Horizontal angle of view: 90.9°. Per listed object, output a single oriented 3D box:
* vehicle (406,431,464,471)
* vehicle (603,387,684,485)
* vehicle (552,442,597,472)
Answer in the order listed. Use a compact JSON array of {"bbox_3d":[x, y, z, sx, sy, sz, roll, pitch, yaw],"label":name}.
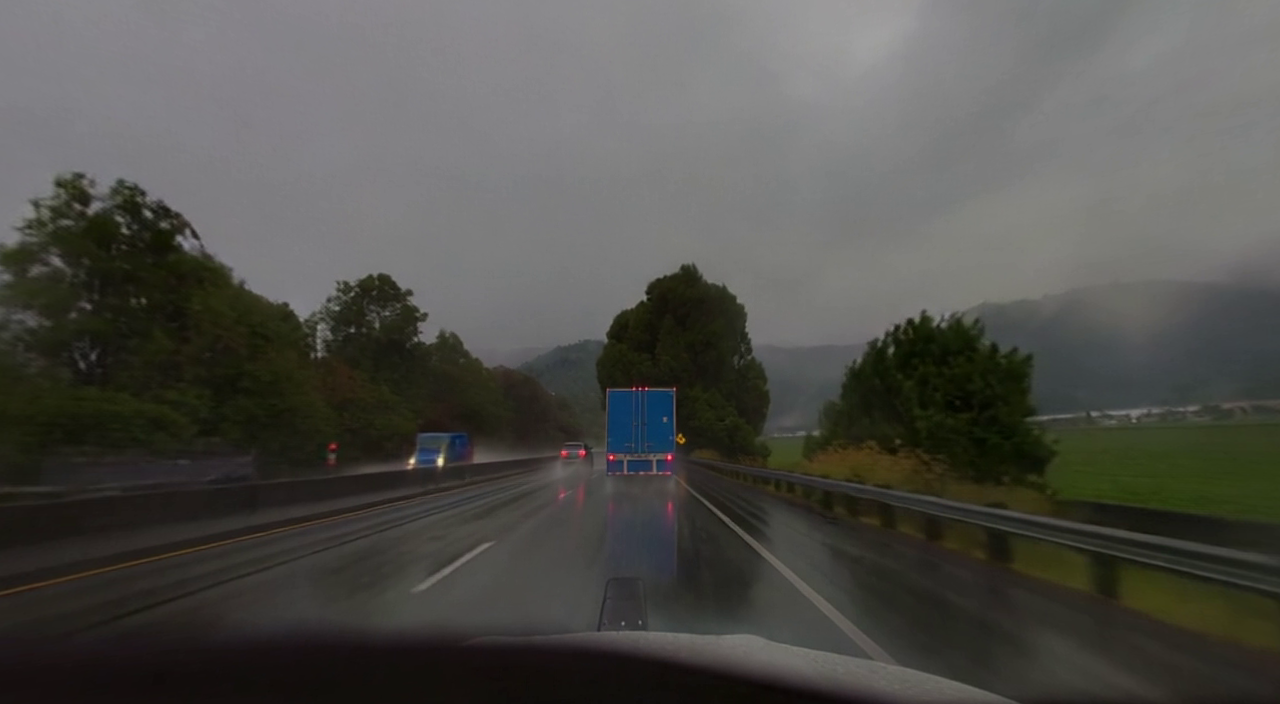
[{"bbox_3d":[-14.988,7.287,46.535,2.288,2.708,5.765,0,-9,0],"label":"vehicle"},{"bbox_3d":[0.030,3.676,27.134,2.913,3.530,8.648,0,-9,-1],"label":"vehicle"},{"bbox_3d":[-3.789,6.201,37.414,2.160,1.661,4.388,0,-9,1],"label":"vehicle"}]
